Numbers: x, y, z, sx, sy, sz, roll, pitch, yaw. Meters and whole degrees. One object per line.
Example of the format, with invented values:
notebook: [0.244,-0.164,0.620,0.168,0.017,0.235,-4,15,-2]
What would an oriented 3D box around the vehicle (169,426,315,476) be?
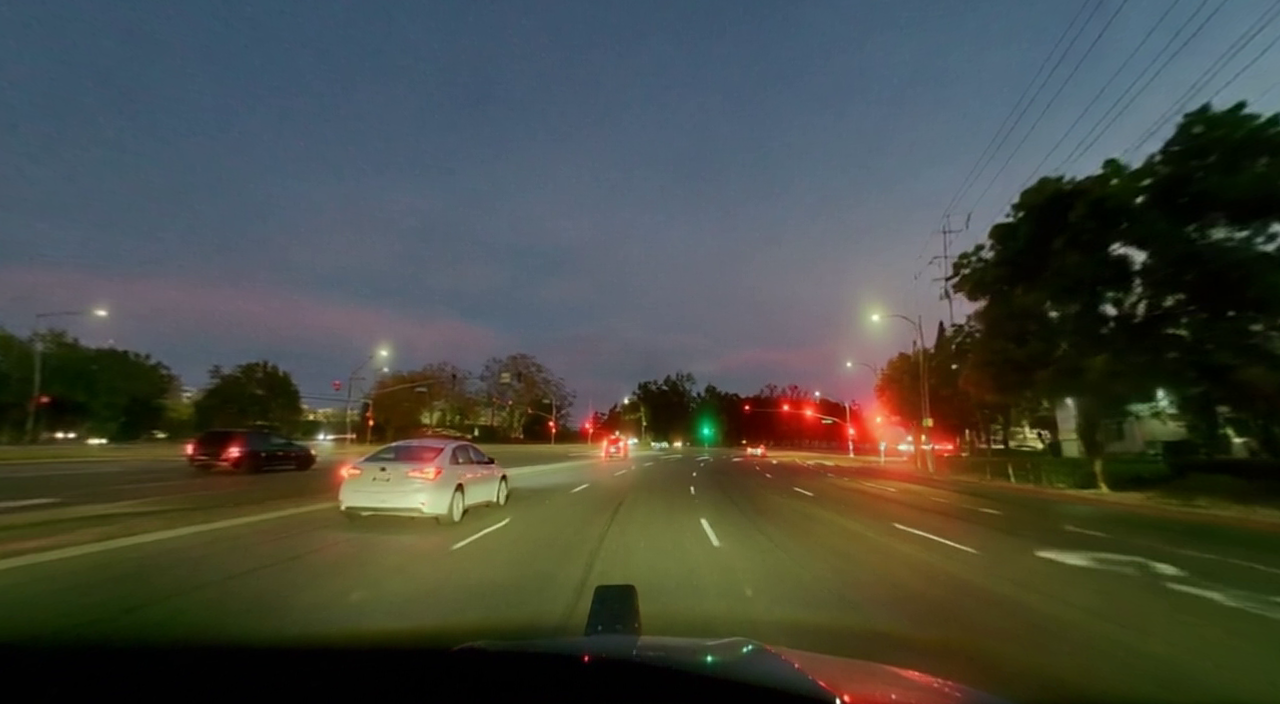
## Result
vehicle: [-13.146,3.312,21.251,1.984,1.488,4.258,-1,-9,3]

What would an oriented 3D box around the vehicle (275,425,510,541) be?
vehicle: [-3.600,1.988,10.202,1.934,1.463,4.220,0,-9,2]

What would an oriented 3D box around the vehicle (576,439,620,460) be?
vehicle: [-3.142,7.503,48.514,2.080,1.495,5.242,-2,-9,12]
